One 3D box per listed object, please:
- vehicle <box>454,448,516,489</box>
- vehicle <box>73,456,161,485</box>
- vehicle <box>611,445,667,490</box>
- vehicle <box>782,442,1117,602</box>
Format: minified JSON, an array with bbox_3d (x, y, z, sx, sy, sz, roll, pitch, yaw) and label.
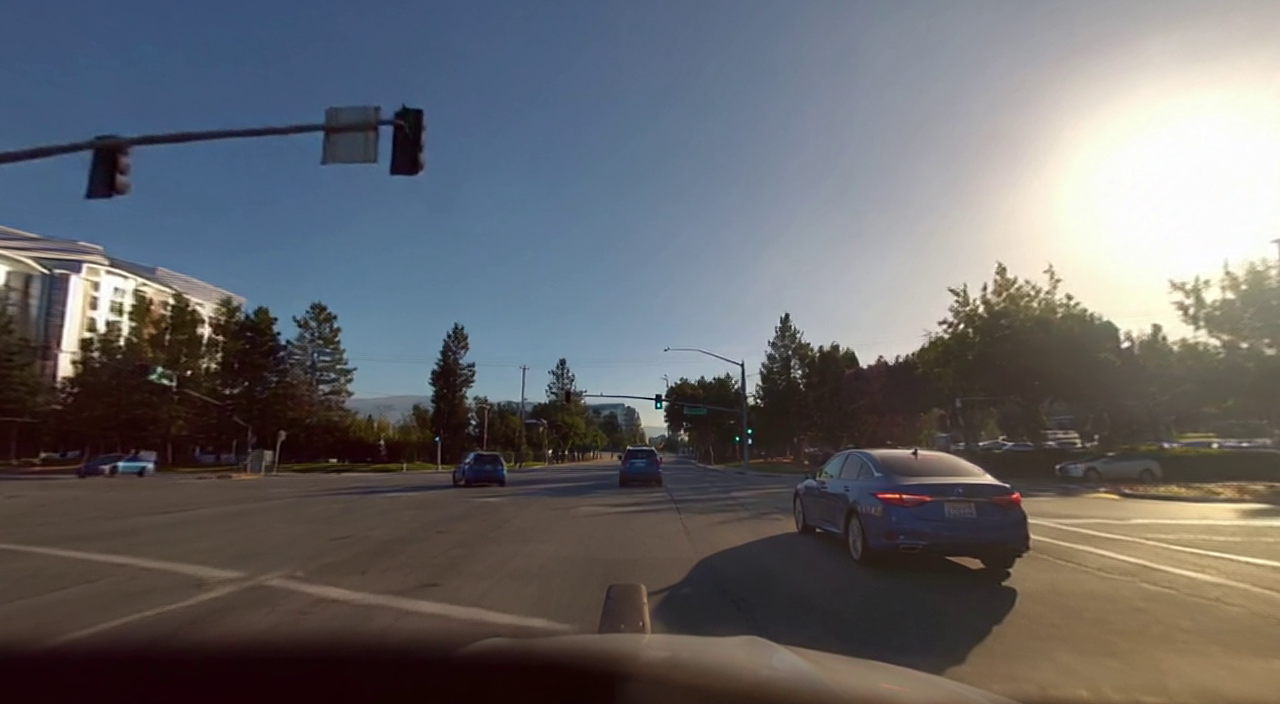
[{"bbox_3d":[-6.985,5.142,28.068,1.987,1.633,4.005,4,-9,-23],"label":"vehicle"},{"bbox_3d":[-31.487,7.091,37.817,4.422,1.605,1.955,-3,-9,20],"label":"vehicle"},{"bbox_3d":[-0.044,4.669,25.717,2.108,1.654,4.235,0,-9,0],"label":"vehicle"},{"bbox_3d":[3.407,1.931,8.178,2.056,1.468,4.520,0,-9,0],"label":"vehicle"}]
